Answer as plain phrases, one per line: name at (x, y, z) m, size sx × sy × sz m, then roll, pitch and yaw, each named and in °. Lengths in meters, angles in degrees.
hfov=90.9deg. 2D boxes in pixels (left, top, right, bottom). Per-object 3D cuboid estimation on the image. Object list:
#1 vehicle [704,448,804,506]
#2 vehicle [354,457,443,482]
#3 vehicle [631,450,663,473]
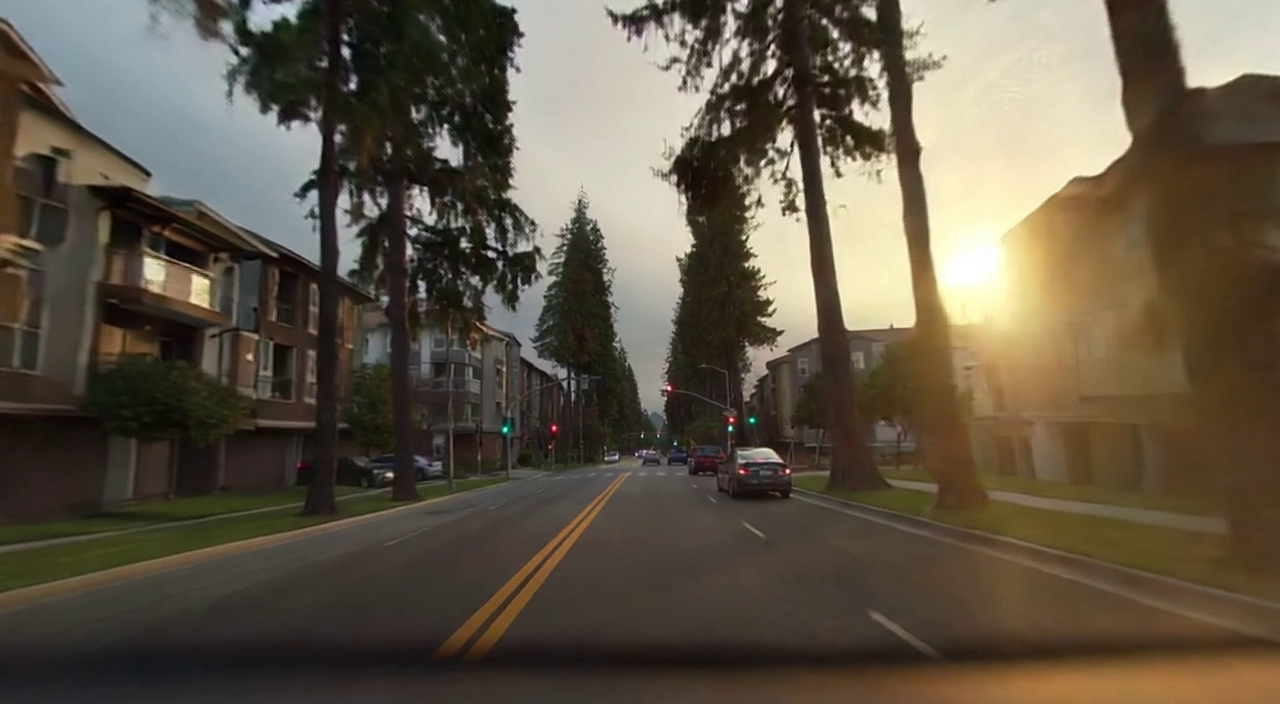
vehicle at (3.238, 3.650, 18.945) m, size 2.078 × 1.488 × 4.741 m, roll 0°, pitch -9°, yaw -1°
vehicle at (-15.160, 7.378, 39.736) m, size 4.727 × 1.483 × 2.002 m, roll -1°, pitch -9°, yaw 3°
vehicle at (0.419, 7.560, 43.547) m, size 2.097 × 1.463 × 4.043 m, roll 0°, pitch -9°, yaw -1°
